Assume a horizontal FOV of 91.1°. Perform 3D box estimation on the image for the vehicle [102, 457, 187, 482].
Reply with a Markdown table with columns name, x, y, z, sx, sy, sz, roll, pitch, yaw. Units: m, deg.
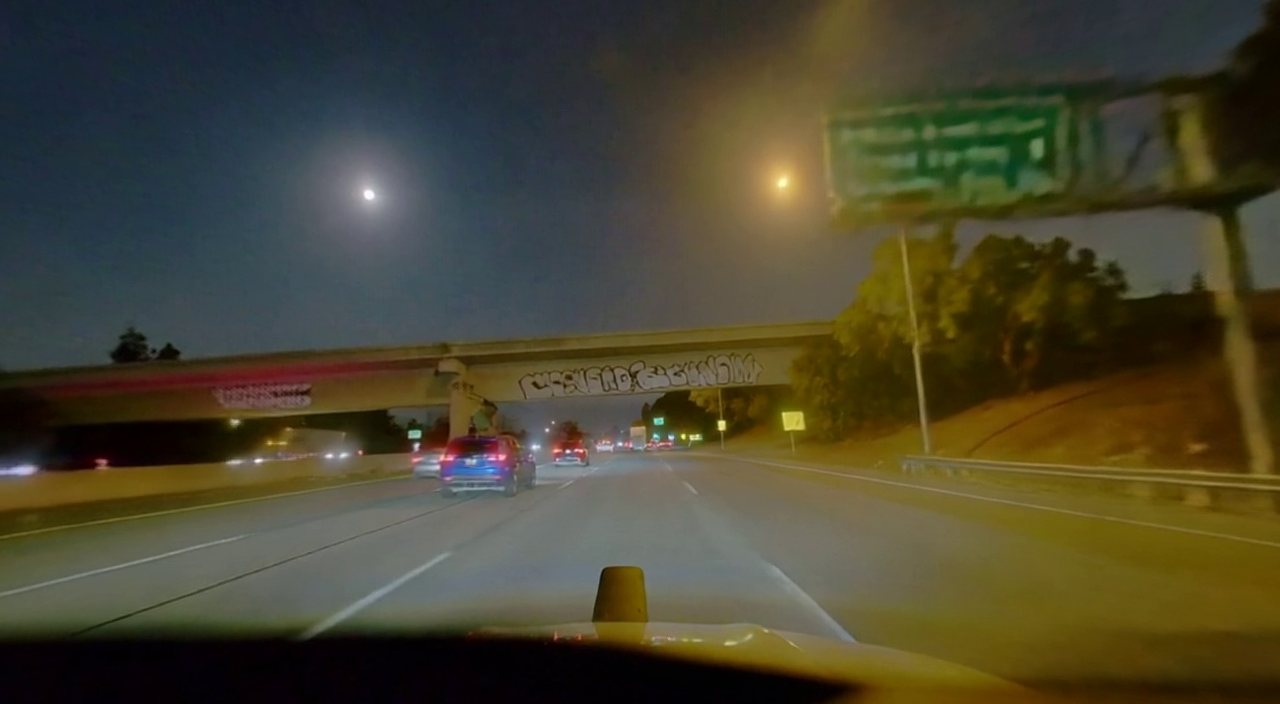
| name | x | y | z | sx | sy | sz | roll | pitch | yaw |
| --- | --- | --- | --- | --- | --- | --- | --- | --- | --- |
| vehicle | -35.220 | 8.338 | 44.833 | 1.969 | 1.515 | 5.131 | 0 | -8 | -1 |

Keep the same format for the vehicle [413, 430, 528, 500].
| name | x | y | z | sx | sy | sz | roll | pitch | yaw |
| --- | --- | --- | --- | --- | --- | --- | --- | --- | --- |
| vehicle | -4.362 | 2.954 | 16.862 | 1.969 | 1.633 | 3.962 | 0 | -8 | 0 |

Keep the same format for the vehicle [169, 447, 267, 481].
| name | x | y | z | sx | sy | sz | roll | pitch | yaw |
| --- | --- | --- | --- | --- | --- | --- | --- | --- | --- |
| vehicle | -20.541 | 5.436 | 30.780 | 1.845 | 1.497 | 4.265 | 0 | -8 | 0 |

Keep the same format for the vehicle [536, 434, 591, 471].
| name | x | y | z | sx | sy | sz | roll | pitch | yaw |
| --- | --- | --- | --- | --- | --- | --- | --- | --- | --- |
| vehicle | -3.736 | 5.008 | 31.398 | 2.154 | 1.693 | 4.394 | 0 | -8 | 1 |
